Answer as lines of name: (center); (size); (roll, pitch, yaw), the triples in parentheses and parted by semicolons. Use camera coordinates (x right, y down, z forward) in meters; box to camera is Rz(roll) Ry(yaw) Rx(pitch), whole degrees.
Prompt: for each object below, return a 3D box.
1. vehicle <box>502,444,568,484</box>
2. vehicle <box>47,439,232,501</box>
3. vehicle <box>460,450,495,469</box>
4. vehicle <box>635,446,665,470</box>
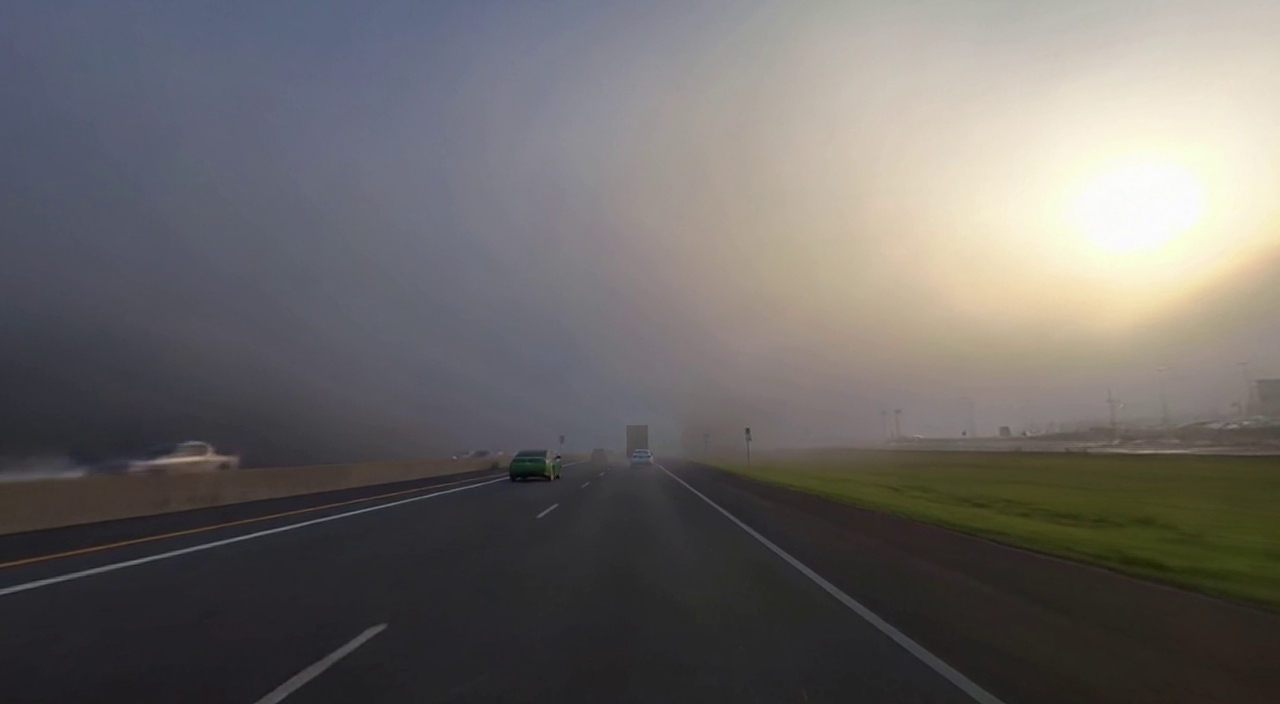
vehicle: (-4.398, 4.767, 27.045); (2.172, 1.548, 3.953); (0, -9, 0)
vehicle: (-17.007, 4.017, 21.917); (2.376, 1.864, 4.898); (0, -9, 0)
vehicle: (-12.503, 8.309, 48.692); (1.743, 1.405, 3.476); (0, -9, 0)
vehicle: (0.663, 7.445, 44.391); (1.992, 1.593, 3.937); (0, -9, -1)
